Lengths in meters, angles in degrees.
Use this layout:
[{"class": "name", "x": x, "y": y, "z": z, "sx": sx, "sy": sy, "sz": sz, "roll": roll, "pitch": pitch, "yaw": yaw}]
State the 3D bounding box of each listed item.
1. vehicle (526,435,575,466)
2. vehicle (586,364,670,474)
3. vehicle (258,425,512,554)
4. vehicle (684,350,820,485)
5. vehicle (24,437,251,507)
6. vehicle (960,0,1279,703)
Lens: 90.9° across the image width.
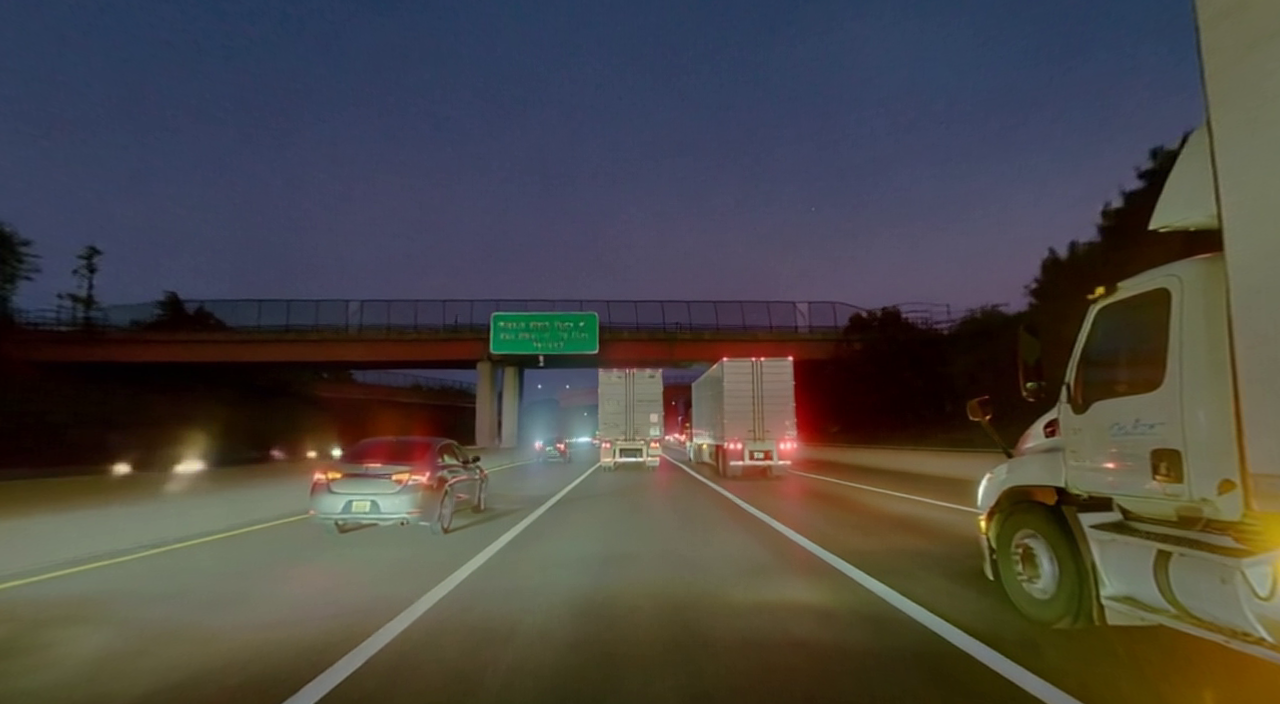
[{"class": "vehicle", "x": -4.533, "y": 5.005, "z": 32.346, "sx": 2.049, "sy": 1.483, "sz": 3.786, "roll": 0, "pitch": -8, "yaw": -2}, {"class": "vehicle", "x": -0.510, "y": 3.183, "z": 28.685, "sx": 3.090, "sy": 4.065, "sz": 10.702, "roll": 0, "pitch": -8, "yaw": -1}, {"class": "vehicle", "x": -3.387, "y": 1.884, "z": 9.562, "sx": 1.894, "sy": 1.460, "sz": 4.662, "roll": 0, "pitch": -8, "yaw": 0}, {"class": "vehicle", "x": 3.639, "y": 2.652, "z": 24.015, "sx": 2.817, "sy": 3.886, "sz": 11.491, "roll": 0, "pitch": -8, "yaw": -1}, {"class": "vehicle", "x": -12.155, "y": 2.877, "z": 15.764, "sx": 2.017, "sy": 1.482, "sz": 4.496, "roll": 0, "pitch": -8, "yaw": -1}, {"class": "vehicle", "x": 3.941, "y": -0.369, "z": 1.470, "sx": 3.074, "sy": 3.896, "sz": 5.910, "roll": 0, "pitch": -8, "yaw": -1}]
